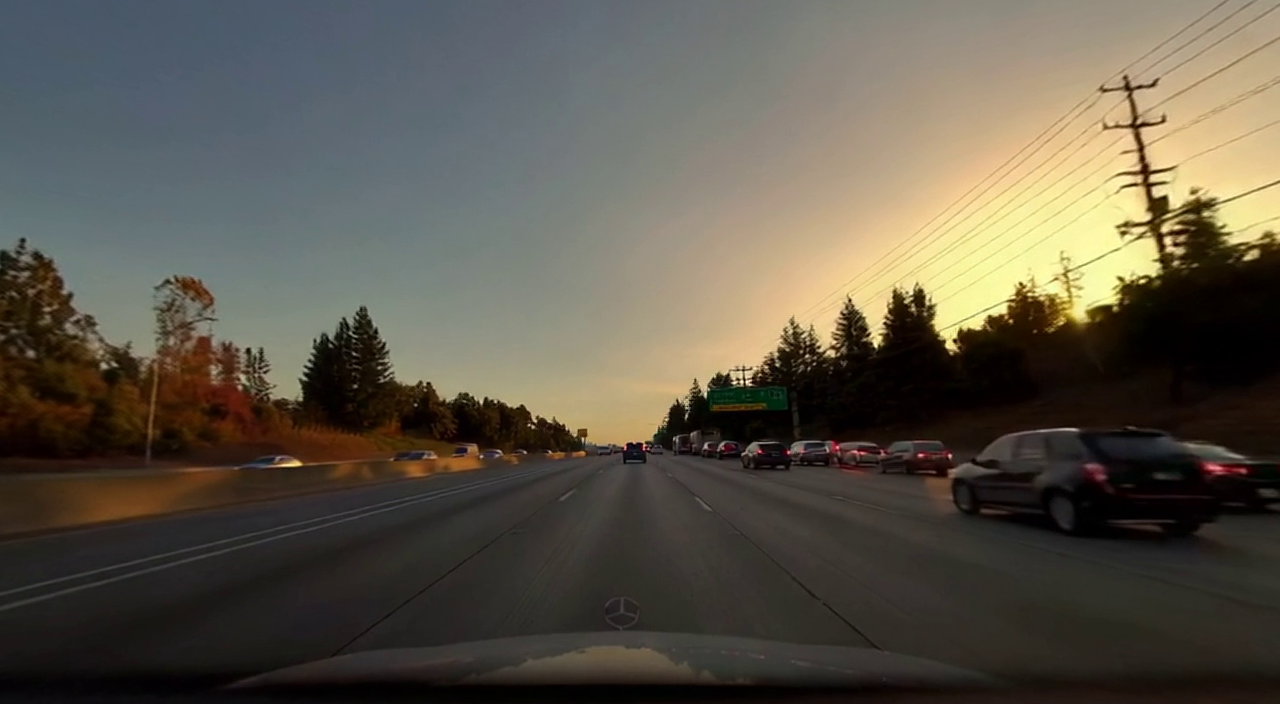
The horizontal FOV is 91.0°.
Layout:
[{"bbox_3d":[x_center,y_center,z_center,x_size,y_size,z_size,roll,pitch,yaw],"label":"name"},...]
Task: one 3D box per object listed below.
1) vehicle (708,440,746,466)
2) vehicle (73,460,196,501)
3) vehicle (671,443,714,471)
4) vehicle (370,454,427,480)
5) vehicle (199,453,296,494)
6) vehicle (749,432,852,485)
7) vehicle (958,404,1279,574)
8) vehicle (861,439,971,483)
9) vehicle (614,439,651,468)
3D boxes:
[{"bbox_3d":[6.325,7.413,46.330,2.011,1.737,4.286,0,-8,-2],"label":"vehicle"},{"bbox_3d":[-23.024,5.841,28.940,1.884,1.625,4.540,0,-8,-1],"label":"vehicle"},{"bbox_3d":[2.985,6.061,36.514,1.948,1.476,4.691,0,-8,-2],"label":"vehicle"},{"bbox_3d":[-15.579,7.427,40.868,1.835,1.504,4.605,0,-9,0],"label":"vehicle"},{"bbox_3d":[-18.883,5.824,30.547,1.925,1.810,4.318,0,-8,-1],"label":"vehicle"},{"bbox_3d":[5.987,4.048,24.219,2.145,1.822,4.791,1,-9,-7],"label":"vehicle"},{"bbox_3d":[6.705,1.742,8.809,2.066,1.739,4.493,0,-9,-1],"label":"vehicle"},{"bbox_3d":[10.503,4.163,24.396,1.999,1.503,4.715,0,-8,-2],"label":"vehicle"},{"bbox_3d":[-0.491,6.633,41.341,2.314,1.796,4.254,0,-8,-1],"label":"vehicle"}]
